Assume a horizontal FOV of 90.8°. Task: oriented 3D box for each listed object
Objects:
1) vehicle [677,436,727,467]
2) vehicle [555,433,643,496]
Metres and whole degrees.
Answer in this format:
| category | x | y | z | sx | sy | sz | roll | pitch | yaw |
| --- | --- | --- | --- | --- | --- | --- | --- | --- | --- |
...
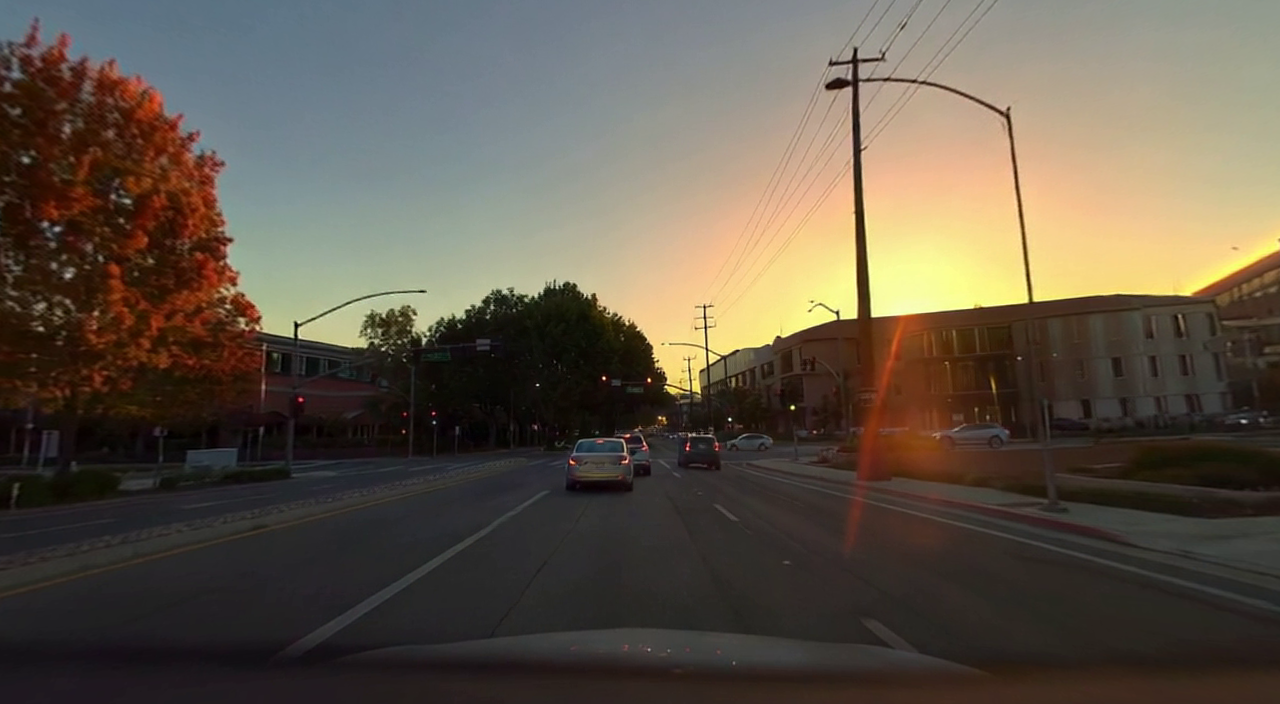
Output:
| category | x | y | z | sx | sy | sz | roll | pitch | yaw |
| --- | --- | --- | --- | --- | --- | --- | --- | --- | --- |
| vehicle | 3.162 | 5.172 | 33.061 | 1.945 | 1.470 | 4.363 | 0 | -8 | -3 |
| vehicle | -0.980 | 2.951 | 16.961 | 2.075 | 1.470 | 3.962 | 0 | -8 | -1 |
